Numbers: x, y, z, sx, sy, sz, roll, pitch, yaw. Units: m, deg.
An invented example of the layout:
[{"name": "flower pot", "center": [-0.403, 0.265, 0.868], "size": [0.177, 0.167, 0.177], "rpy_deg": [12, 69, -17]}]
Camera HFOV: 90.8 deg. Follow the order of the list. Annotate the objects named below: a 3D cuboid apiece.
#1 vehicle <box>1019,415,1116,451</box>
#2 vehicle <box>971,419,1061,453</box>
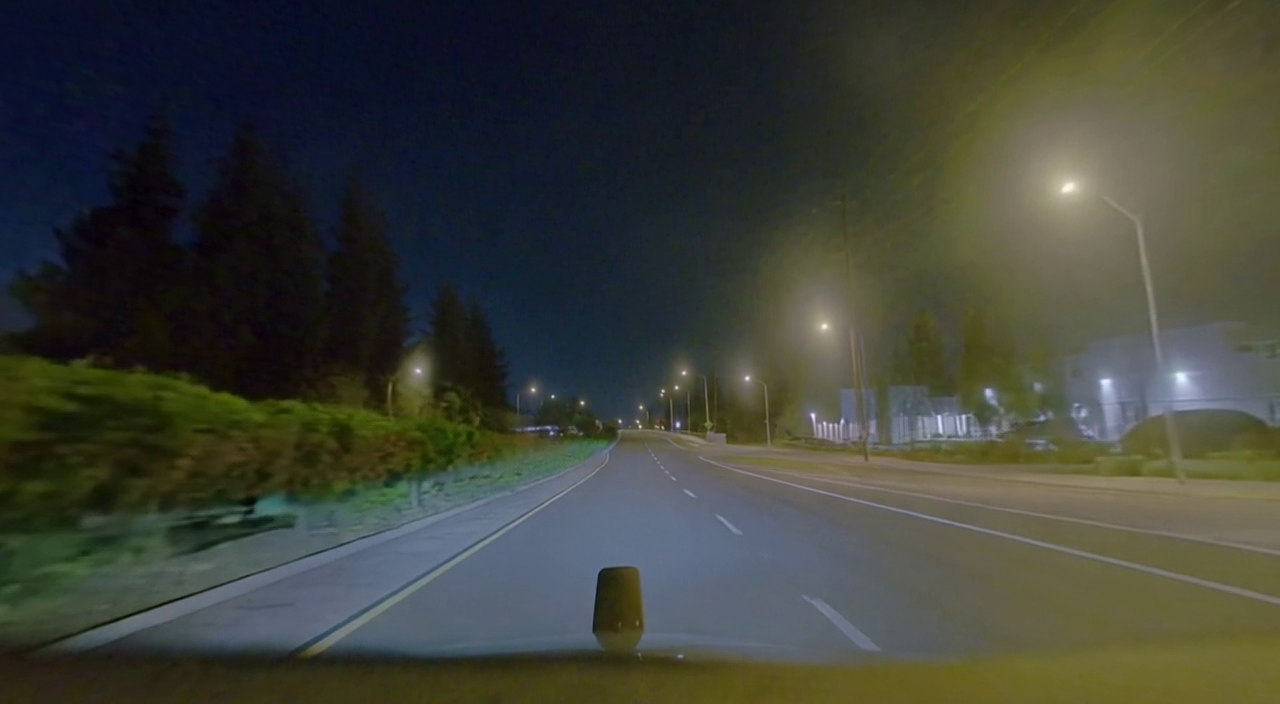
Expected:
[{"name": "vehicle", "center": [26.237, 5.072, 39.054], "size": [2.212, 2.073, 5.220], "rpy_deg": [0, -8, -1]}, {"name": "vehicle", "center": [23.114, 5.262, 39.136], "size": [2.206, 1.947, 5.463], "rpy_deg": [0, -8, 0]}]
